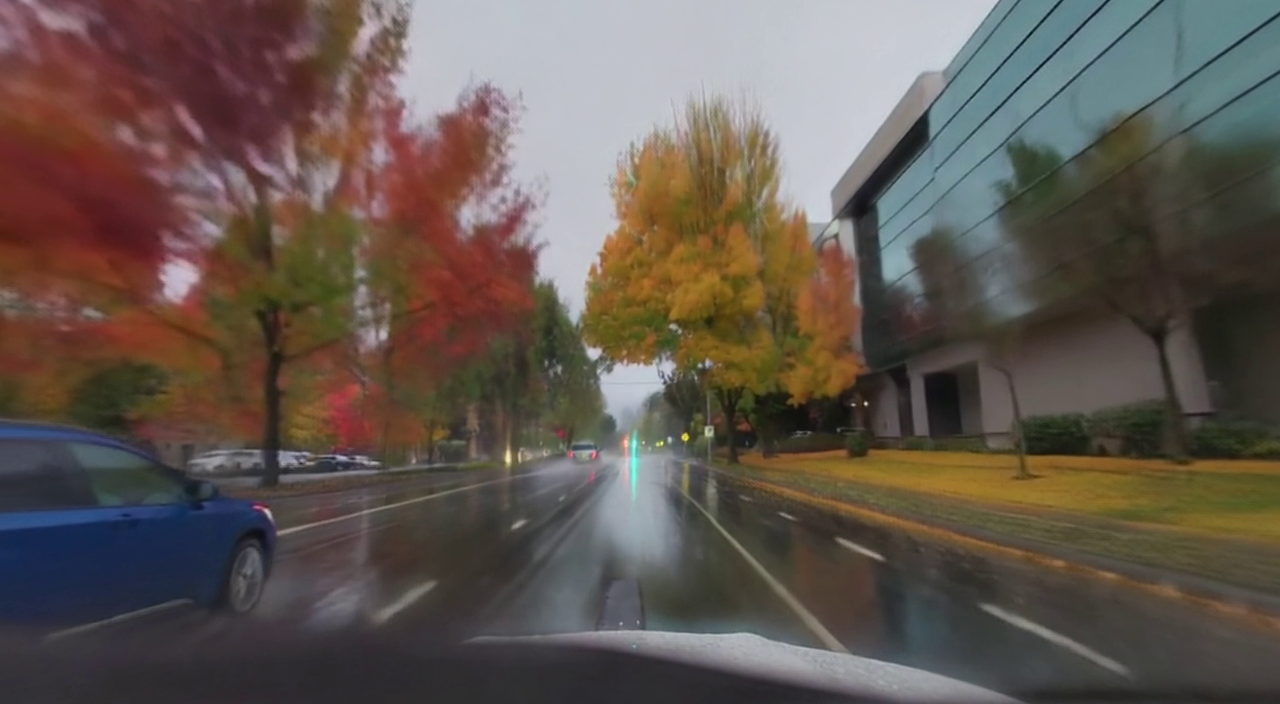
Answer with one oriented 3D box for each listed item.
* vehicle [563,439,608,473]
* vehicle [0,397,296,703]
[{"bbox_3d":[-3.097,6.011,36.571,2.112,1.779,4.489,0,-9,1],"label":"vehicle"},{"bbox_3d":[-3.870,0.999,3.029,1.923,1.528,4.309,0,-9,1],"label":"vehicle"}]
